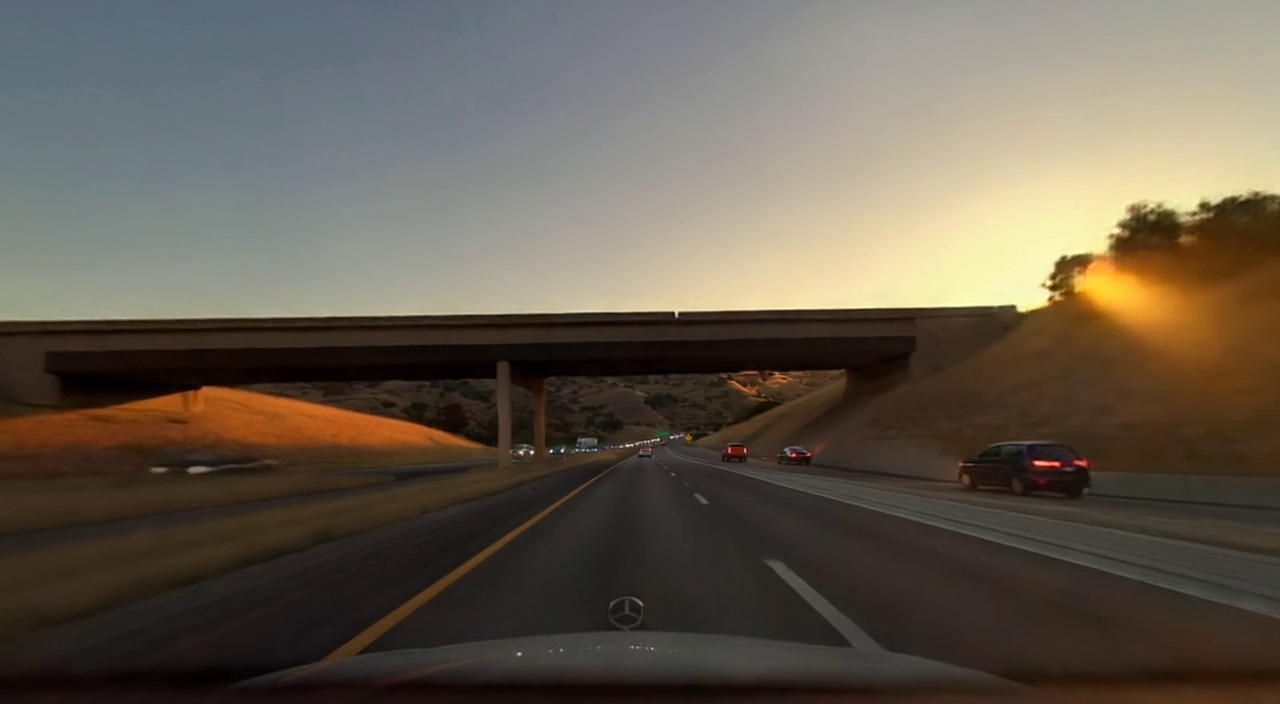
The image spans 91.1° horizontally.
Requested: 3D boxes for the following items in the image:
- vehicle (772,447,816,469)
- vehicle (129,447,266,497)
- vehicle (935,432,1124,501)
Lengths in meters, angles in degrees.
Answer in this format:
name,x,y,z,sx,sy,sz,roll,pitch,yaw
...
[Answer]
name,x,y,z,sx,sy,sz,roll,pitch,yaw
vehicle,11.179,7.701,45.835,1.927,1.472,4.076,0,-8,-3
vehicle,-16.748,4.522,24.087,1.985,1.694,4.333,0,-8,1
vehicle,13.521,3.971,22.422,2.533,2.111,5.525,2,-9,-11
